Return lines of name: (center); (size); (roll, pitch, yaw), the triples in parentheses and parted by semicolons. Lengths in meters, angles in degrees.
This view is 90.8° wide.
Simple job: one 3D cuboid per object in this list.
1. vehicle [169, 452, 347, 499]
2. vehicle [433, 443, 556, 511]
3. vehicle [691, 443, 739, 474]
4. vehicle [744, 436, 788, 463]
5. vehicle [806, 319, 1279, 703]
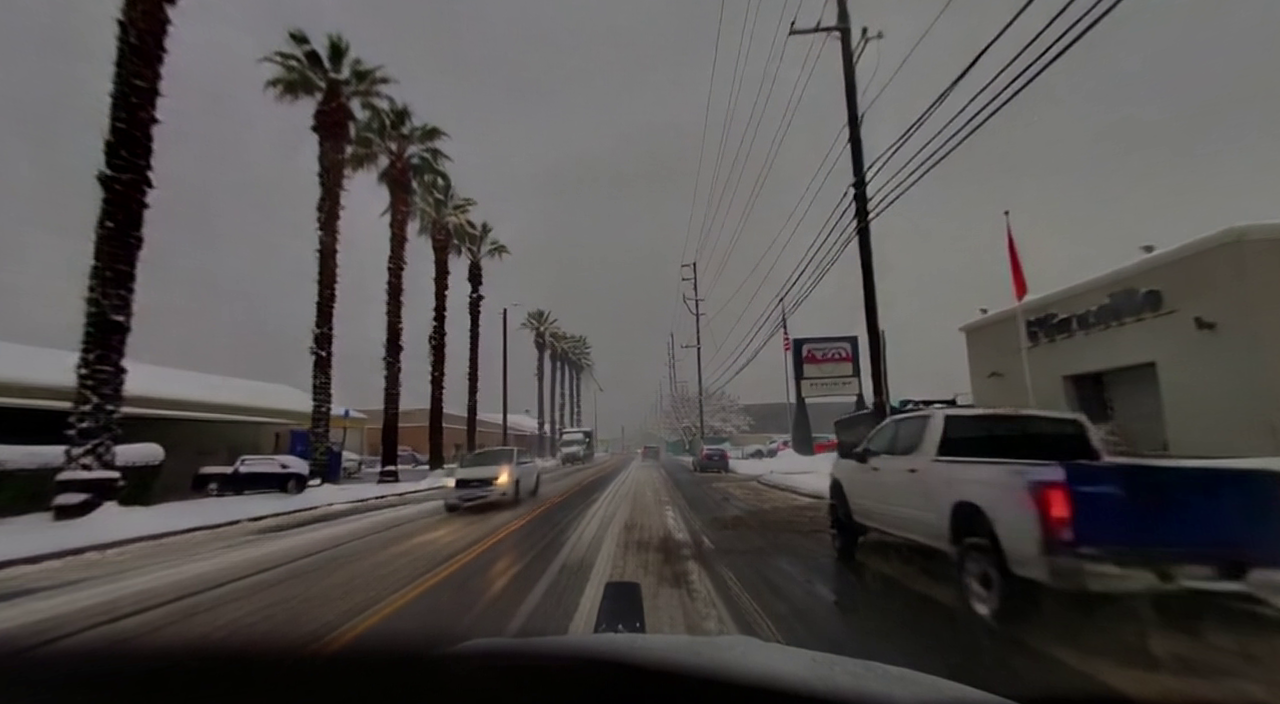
vehicle: (-13.894, 4.504, 23.242); (5.187, 1.563, 2.095); (0, -9, 0)
vehicle: (-3.553, 3.143, 16.400); (2.033, 1.492, 4.477); (0, -9, 1)
vehicle: (4.131, 5.951, 35.438); (2.111, 1.611, 4.576); (0, -9, -1)
vehicle: (10.058, 7.664, 49.888); (2.325, 1.877, 5.987); (-6, -10, 20)
vehicle: (3.624, 1.265, 5.970); (2.345, 1.969, 6.070); (0, -9, -1)
